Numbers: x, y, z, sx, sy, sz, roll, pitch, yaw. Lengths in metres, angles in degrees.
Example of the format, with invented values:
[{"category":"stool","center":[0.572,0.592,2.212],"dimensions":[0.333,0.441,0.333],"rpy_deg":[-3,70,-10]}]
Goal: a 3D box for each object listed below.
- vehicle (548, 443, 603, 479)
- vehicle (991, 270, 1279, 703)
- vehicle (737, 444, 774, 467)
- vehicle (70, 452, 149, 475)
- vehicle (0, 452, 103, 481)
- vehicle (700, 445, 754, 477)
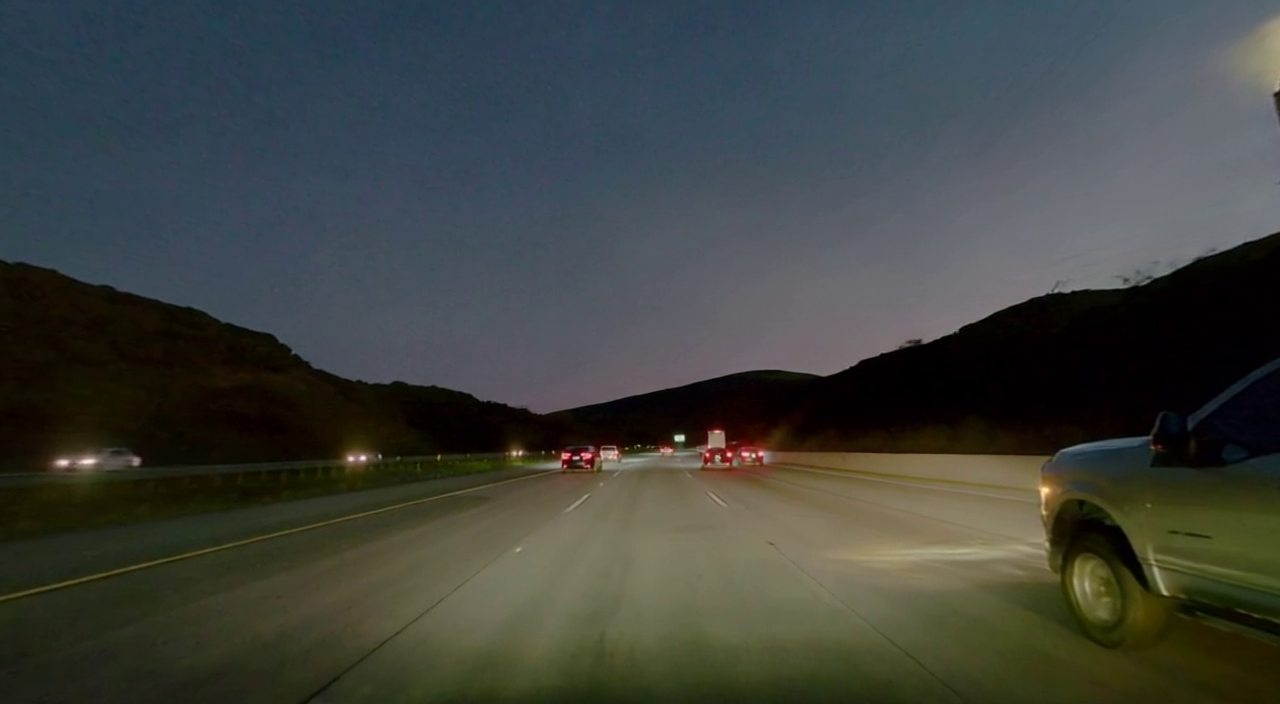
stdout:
[{"category":"vehicle","center":[-3.152,5.443,31.745],"dimensions":[2.113,1.636,4.494],"rpy_deg":[-1,-8,2]},{"category":"vehicle","center":[3.439,0.557,1.645],"dimensions":[2.098,1.925,5.171],"rpy_deg":[0,-8,1]},{"category":"vehicle","center":[8.665,7.775,47.731],"dimensions":[1.986,1.633,4.430],"rpy_deg":[0,-8,0]},{"category":"vehicle","center":[-38.007,7.974,45.313],"dimensions":[1.704,1.460,4.468],"rpy_deg":[0,-8,1]},{"category":"vehicle","center":[-33.858,6.546,36.297],"dimensions":[1.775,1.484,4.600],"rpy_deg":[0,-8,1]},{"category":"vehicle","center":[4.251,5.394,31.479],"dimensions":[2.046,1.471,4.333],"rpy_deg":[0,-8,0]}]
